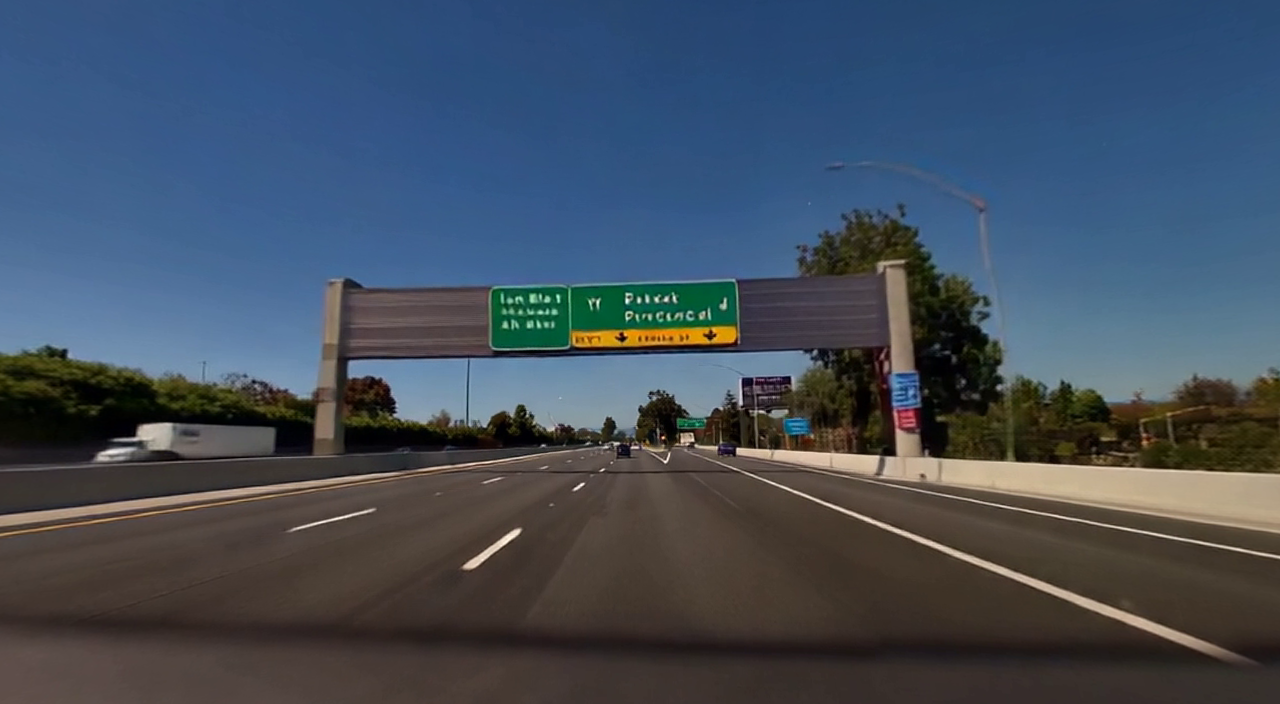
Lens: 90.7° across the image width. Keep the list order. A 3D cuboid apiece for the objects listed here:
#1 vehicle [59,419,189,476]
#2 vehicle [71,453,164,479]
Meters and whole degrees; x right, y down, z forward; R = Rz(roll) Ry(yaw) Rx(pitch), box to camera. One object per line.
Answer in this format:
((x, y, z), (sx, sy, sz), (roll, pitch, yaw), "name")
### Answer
((-39.609, 7.374, 49.099), (3.028, 3.981, 8.242), (0, -8, 0), "vehicle")
((-32.480, 7.081, 39.534), (1.820, 1.473, 4.740), (0, -8, 0), "vehicle")
